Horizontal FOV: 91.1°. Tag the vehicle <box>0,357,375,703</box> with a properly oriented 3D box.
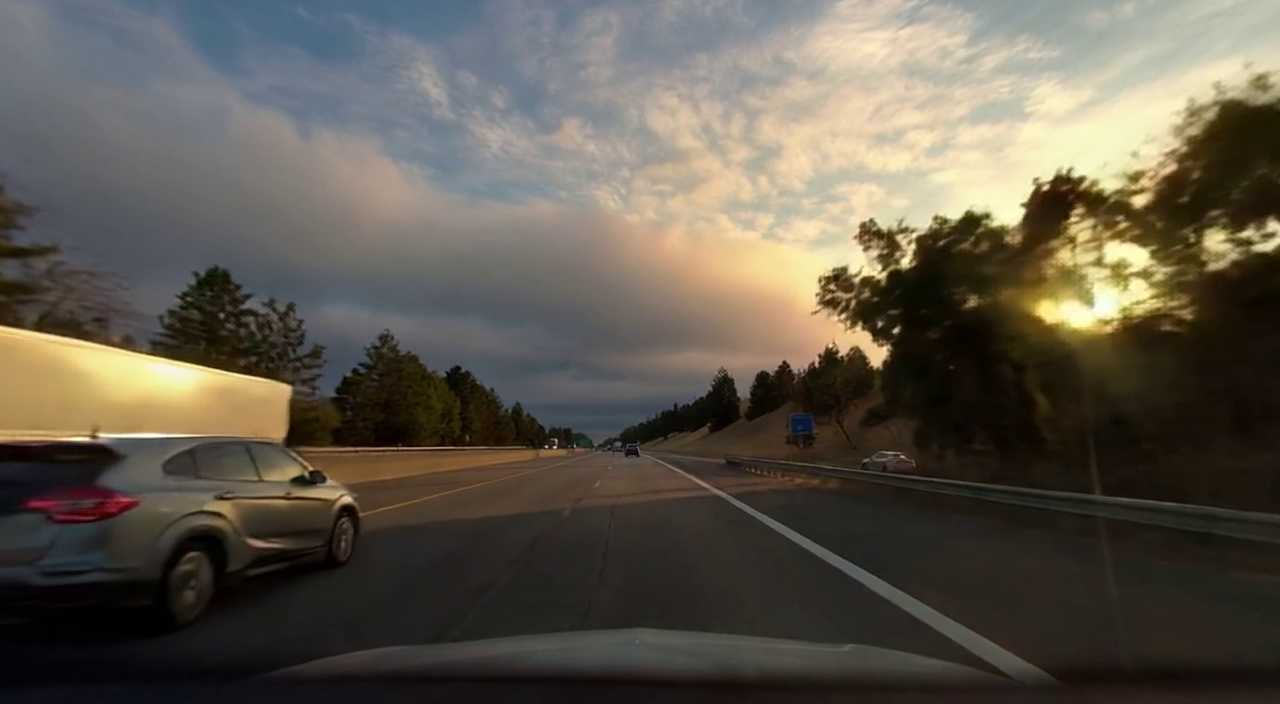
[{"bbox_3d":[-3.912,1.155,4.468,2.111,1.717,4.426,0,-9,0],"label":"vehicle"}]

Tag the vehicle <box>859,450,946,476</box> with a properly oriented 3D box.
[{"bbox_3d":[16.907,7.164,40.710,2.117,1.558,4.736,6,-11,-35],"label":"vehicle"}]
